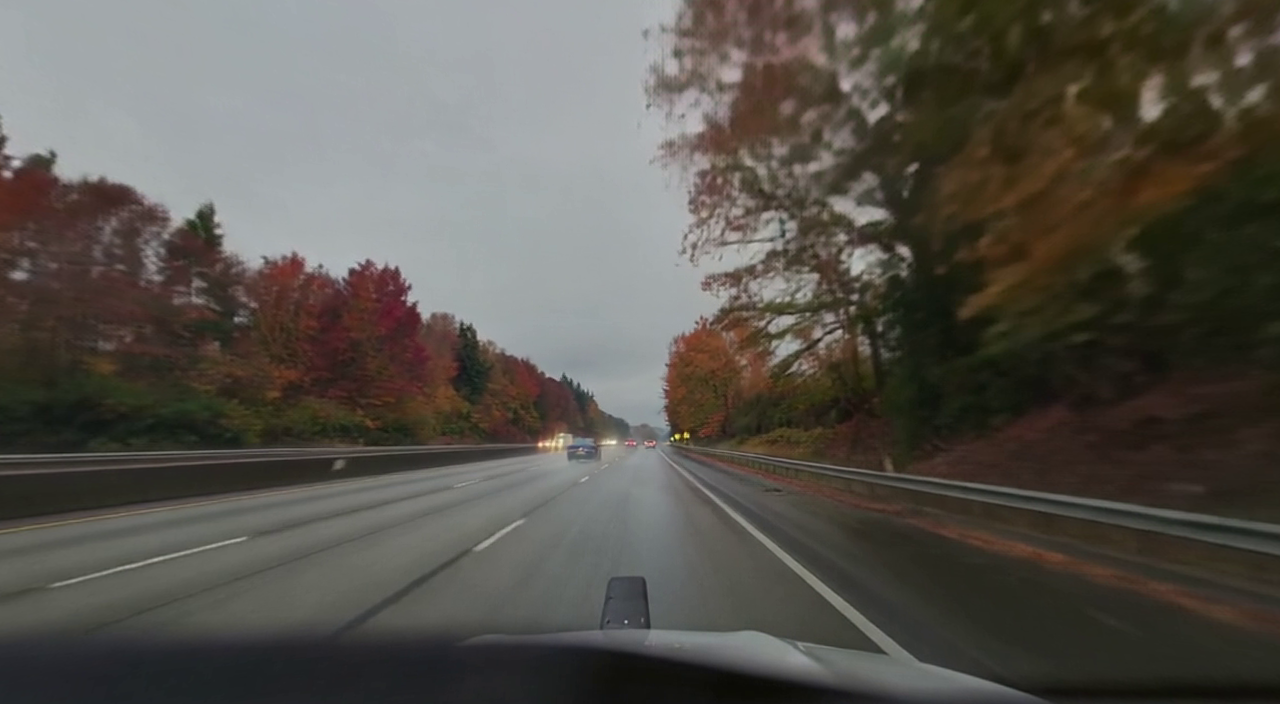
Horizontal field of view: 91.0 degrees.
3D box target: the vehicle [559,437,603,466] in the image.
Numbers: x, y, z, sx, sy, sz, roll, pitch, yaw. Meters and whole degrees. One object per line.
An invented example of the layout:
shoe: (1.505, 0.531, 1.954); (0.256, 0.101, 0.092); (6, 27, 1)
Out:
vehicle: (-3.481, 5.997, 37.984); (2.123, 1.643, 4.479); (0, -8, 1)
